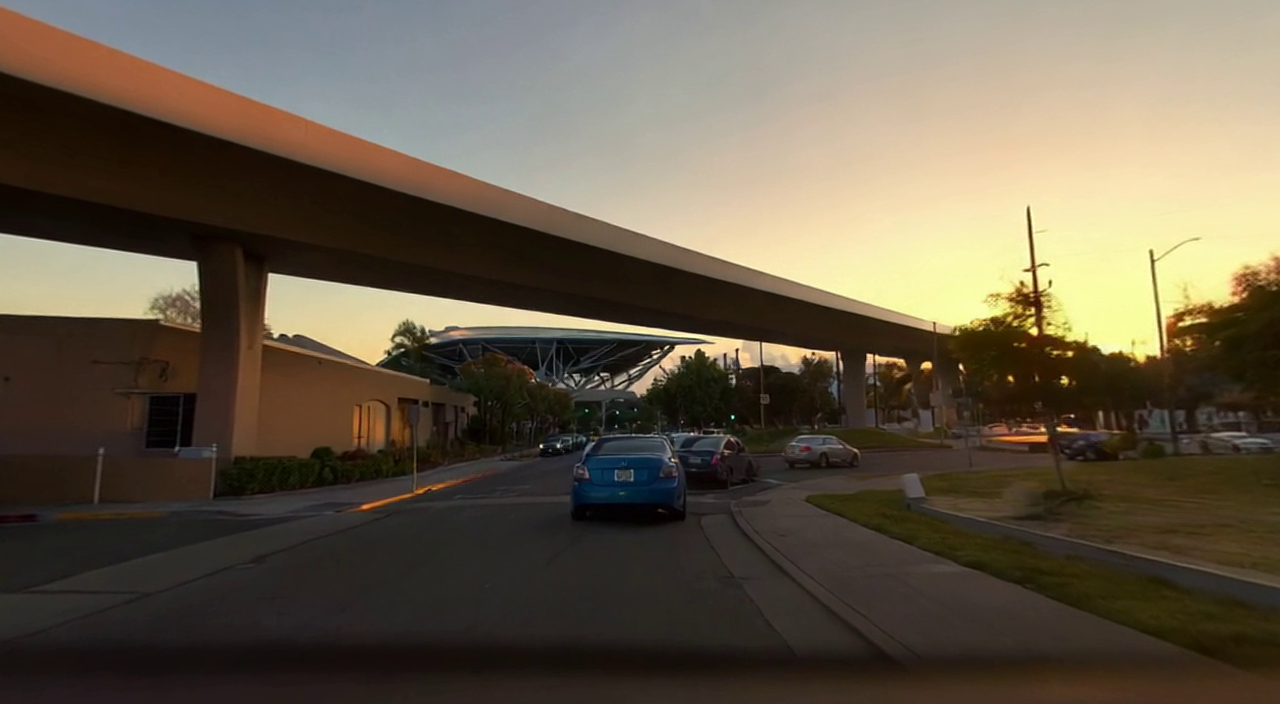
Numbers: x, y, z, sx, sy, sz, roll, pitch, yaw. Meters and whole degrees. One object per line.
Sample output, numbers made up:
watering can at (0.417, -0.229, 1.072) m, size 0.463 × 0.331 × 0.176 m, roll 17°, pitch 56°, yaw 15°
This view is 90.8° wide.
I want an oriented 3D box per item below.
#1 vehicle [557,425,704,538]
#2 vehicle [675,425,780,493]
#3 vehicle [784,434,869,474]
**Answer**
vehicle at (-0.013, 2.197, 11.390) m, size 2.087 × 1.578 × 4.652 m, roll -1°, pitch -8°, yaw 3°
vehicle at (2.968, 3.399, 20.456) m, size 2.241 × 1.885 × 4.771 m, roll -3°, pitch -9°, yaw 21°
vehicle at (8.987, 4.844, 30.303) m, size 4.310 × 1.762 × 1.995 m, roll 8°, pitch -12°, yaw -44°
